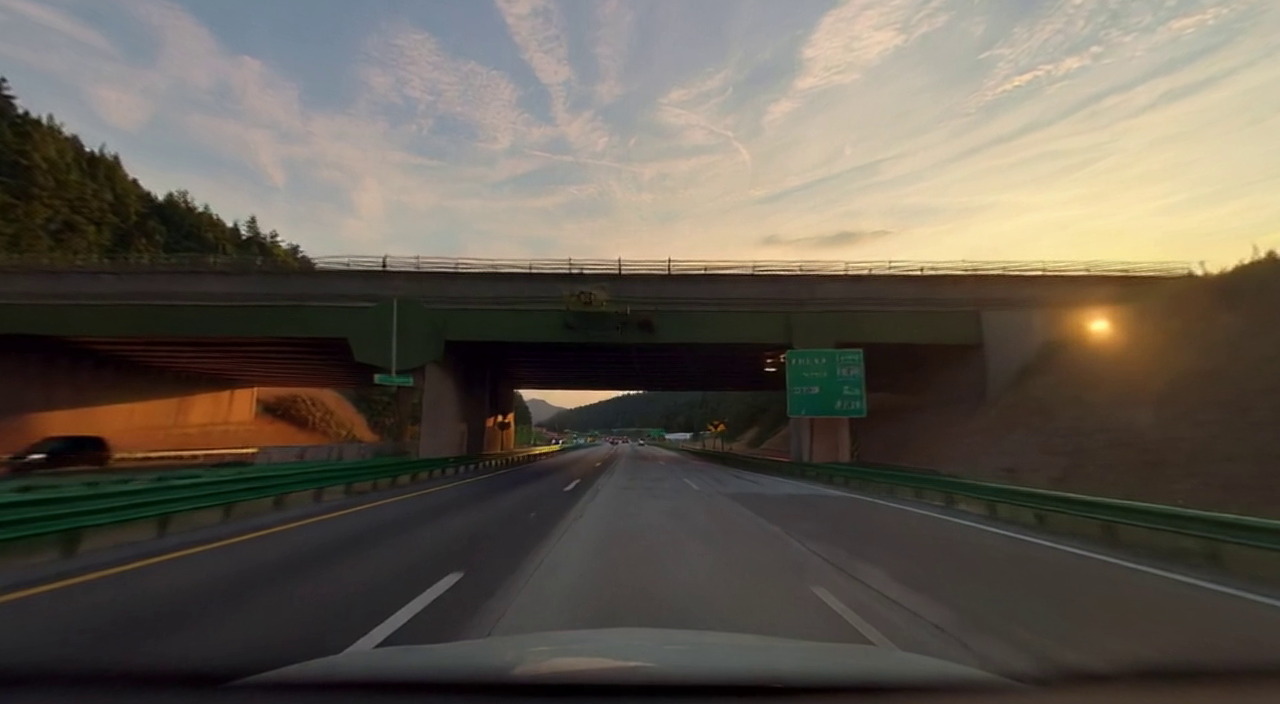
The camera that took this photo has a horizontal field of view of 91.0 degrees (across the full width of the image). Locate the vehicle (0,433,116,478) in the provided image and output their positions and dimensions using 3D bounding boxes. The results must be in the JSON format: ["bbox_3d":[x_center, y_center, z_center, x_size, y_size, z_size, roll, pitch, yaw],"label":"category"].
[{"bbox_3d":[-21.787,3.739,23.100,1.863,1.490,3.869,0,-8,-3],"label":"vehicle"}]
